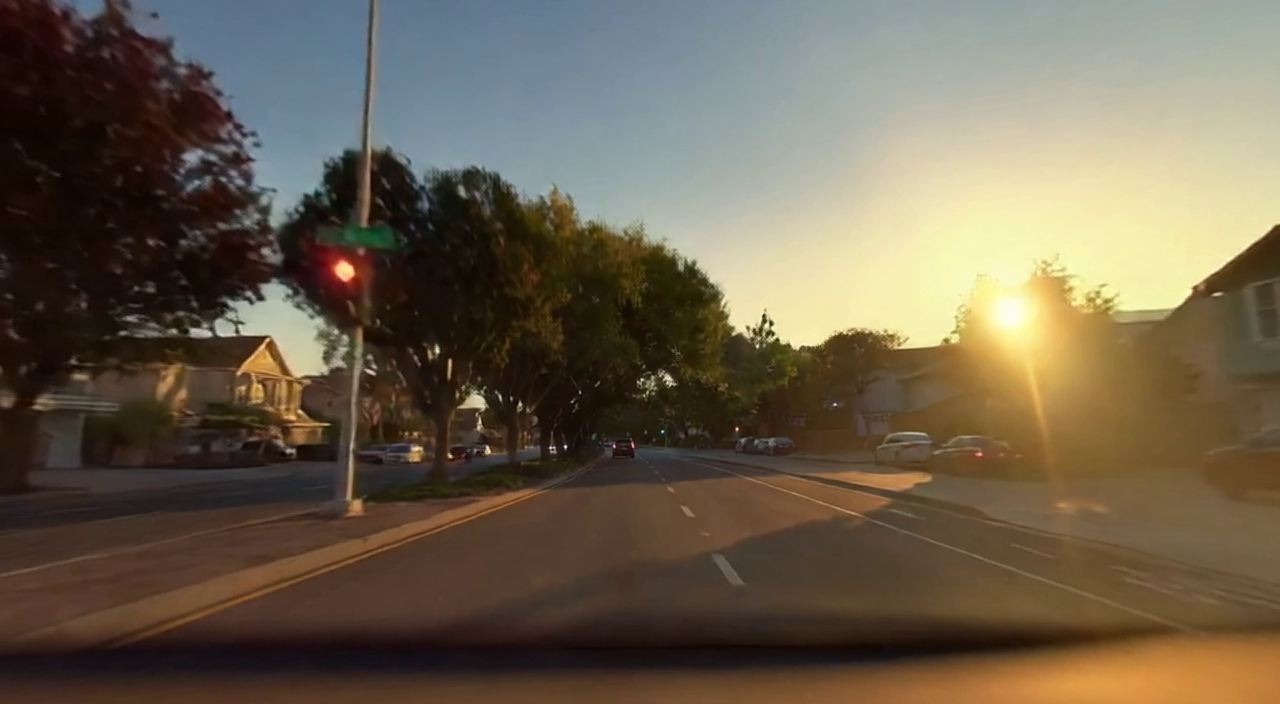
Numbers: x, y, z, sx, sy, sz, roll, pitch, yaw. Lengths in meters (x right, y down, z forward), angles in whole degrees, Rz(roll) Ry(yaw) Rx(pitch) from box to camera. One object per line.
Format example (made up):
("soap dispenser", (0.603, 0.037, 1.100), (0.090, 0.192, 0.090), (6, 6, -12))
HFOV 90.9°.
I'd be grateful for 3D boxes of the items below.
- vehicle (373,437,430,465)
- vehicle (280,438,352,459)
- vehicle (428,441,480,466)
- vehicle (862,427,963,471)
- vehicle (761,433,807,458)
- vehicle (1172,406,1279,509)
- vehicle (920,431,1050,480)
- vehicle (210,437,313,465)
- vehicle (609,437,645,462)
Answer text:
("vehicle", (-15.540, 6.456, 41.324), (2.042, 1.748, 4.584), (0, -8, -1))
("vehicle", (-23.780, 7.089, 46.428), (4.184, 1.528, 1.990), (1, -8, -3))
("vehicle", (-11.508, 6.275, 39.313), (1.910, 1.431, 4.426), (0, -8, -1))
("vehicle", (11.435, 4.107, 26.924), (2.156, 1.689, 4.774), (0, -8, 0))
("vehicle", (10.934, 7.145, 48.222), (2.147, 1.767, 5.125), (0, -8, -2))
("vehicle", (11.844, 1.716, 10.246), (2.226, 1.720, 4.708), (0, -8, -1))
("vehicle", (11.553, 3.482, 21.517), (1.838, 1.443, 4.563), (0, -8, 0))
("vehicle", (-21.163, 5.561, 35.348), (4.547, 1.484, 1.914), (-1, -8, 0))
("vehicle", (-0.837, 5.979, 38.818), (2.113, 1.462, 4.203), (0, -8, -2))
